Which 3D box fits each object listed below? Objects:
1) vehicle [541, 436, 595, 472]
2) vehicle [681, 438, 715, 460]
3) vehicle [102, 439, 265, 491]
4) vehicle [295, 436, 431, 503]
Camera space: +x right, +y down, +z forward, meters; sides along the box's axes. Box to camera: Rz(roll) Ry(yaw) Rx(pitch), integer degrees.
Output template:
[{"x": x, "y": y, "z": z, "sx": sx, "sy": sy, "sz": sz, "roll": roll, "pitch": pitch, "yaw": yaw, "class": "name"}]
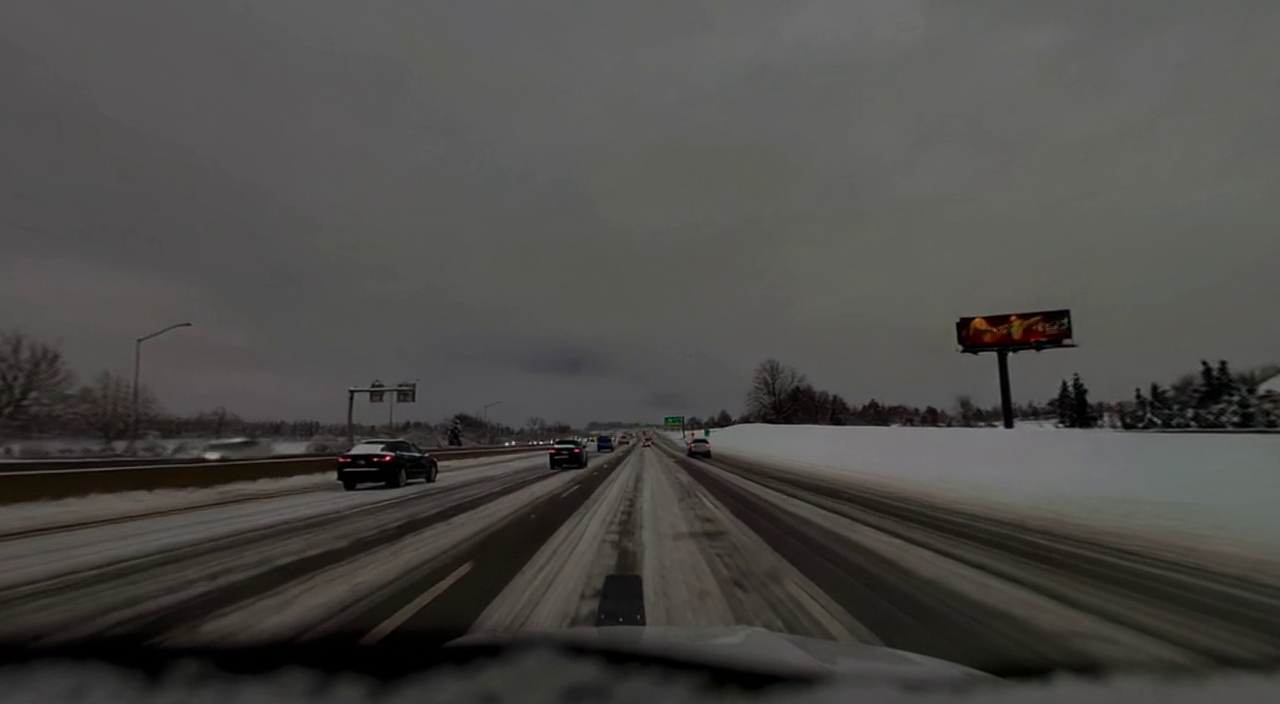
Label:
[{"x": -3.341, "y": 4.856, "z": 30.114, "sx": 2.001, "sy": 1.577, "sz": 4.055, "roll": 0, "pitch": -9, "yaw": 1, "class": "vehicle"}, {"x": 4.254, "y": 7.252, "z": 46.903, "sx": 2.135, "sy": 1.532, "sz": 4.506, "roll": 0, "pitch": -9, "yaw": 0, "class": "vehicle"}, {"x": -15.445, "y": 3.832, "z": 21.729, "sx": 1.928, "sy": 1.549, "sz": 4.799, "roll": 0, "pitch": -9, "yaw": 2, "class": "vehicle"}, {"x": -7.058, "y": 3.017, "z": 16.514, "sx": 1.865, "sy": 1.518, "sz": 3.620, "roll": 0, "pitch": -9, "yaw": 1, "class": "vehicle"}]
